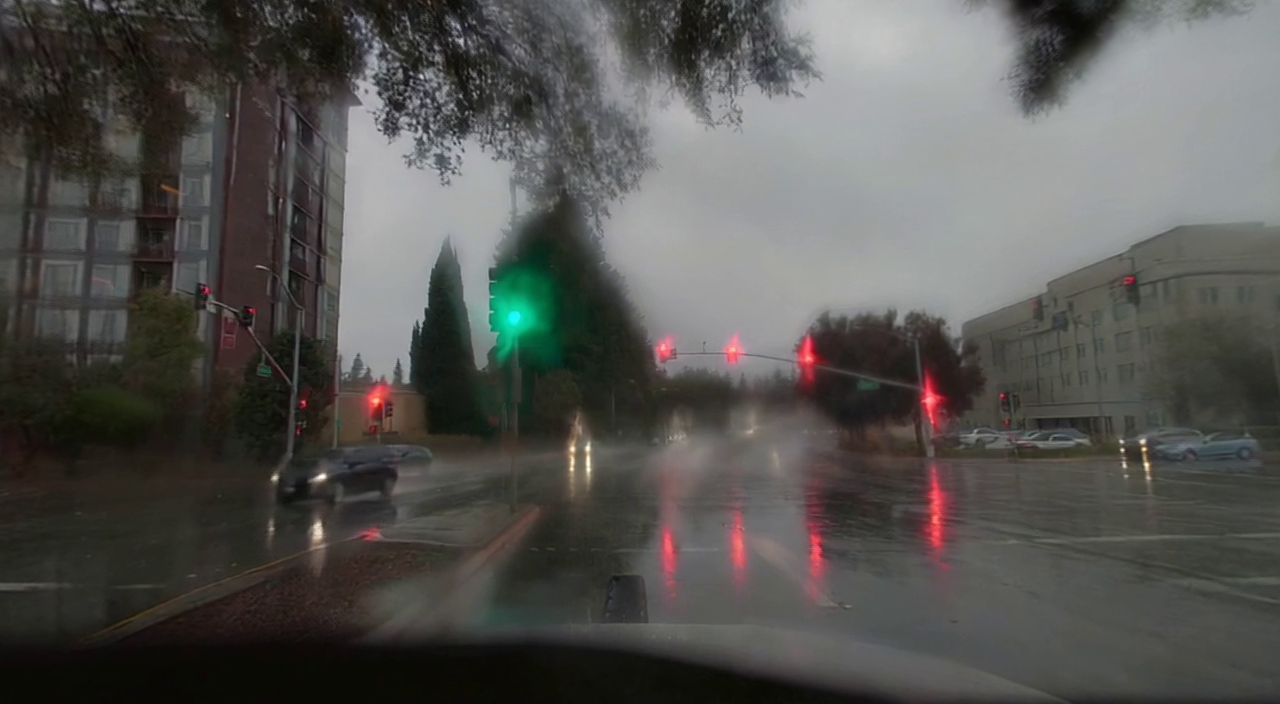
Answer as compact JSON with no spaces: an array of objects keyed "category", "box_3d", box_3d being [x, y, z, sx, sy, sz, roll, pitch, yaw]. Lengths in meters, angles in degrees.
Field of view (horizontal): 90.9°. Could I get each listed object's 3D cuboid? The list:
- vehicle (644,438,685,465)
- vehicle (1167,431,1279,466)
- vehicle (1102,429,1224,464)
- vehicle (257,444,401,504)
[{"category":"vehicle","box_3d":[1.751,6.774,43.253,2.197,1.739,4.177,-2,-8,10]},{"category":"vehicle","box_3d":[26.299,4.242,27.881,4.644,1.470,1.922,1,-8,-10]},{"category":"vehicle","box_3d":[25.935,4.681,31.356,4.441,1.674,2.035,1,-8,-8]},{"category":"vehicle","box_3d":[-8.591,3.351,17.855,1.877,1.481,3.853,-1,-8,5]}]
